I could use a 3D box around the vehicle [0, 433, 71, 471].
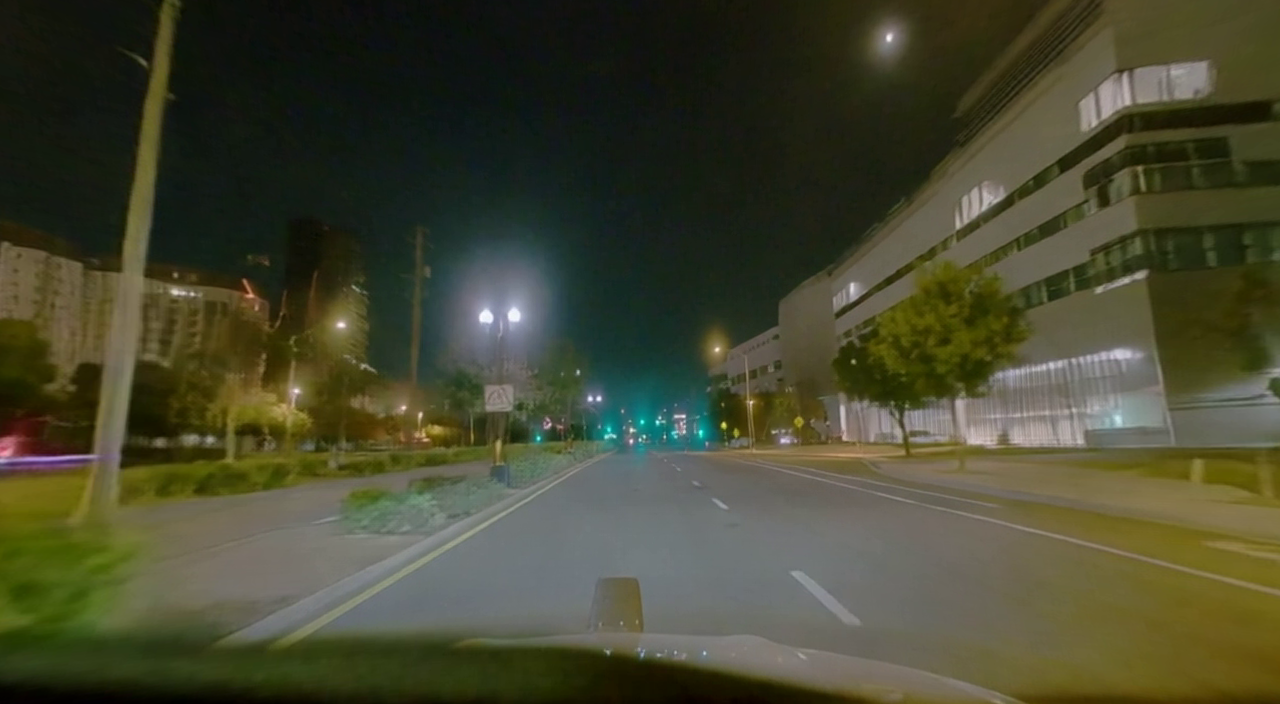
[{"bbox_3d":[-39.569,6.241,39.769,2.265,2.236,5.627,1,-8,-2],"label":"vehicle"}]
